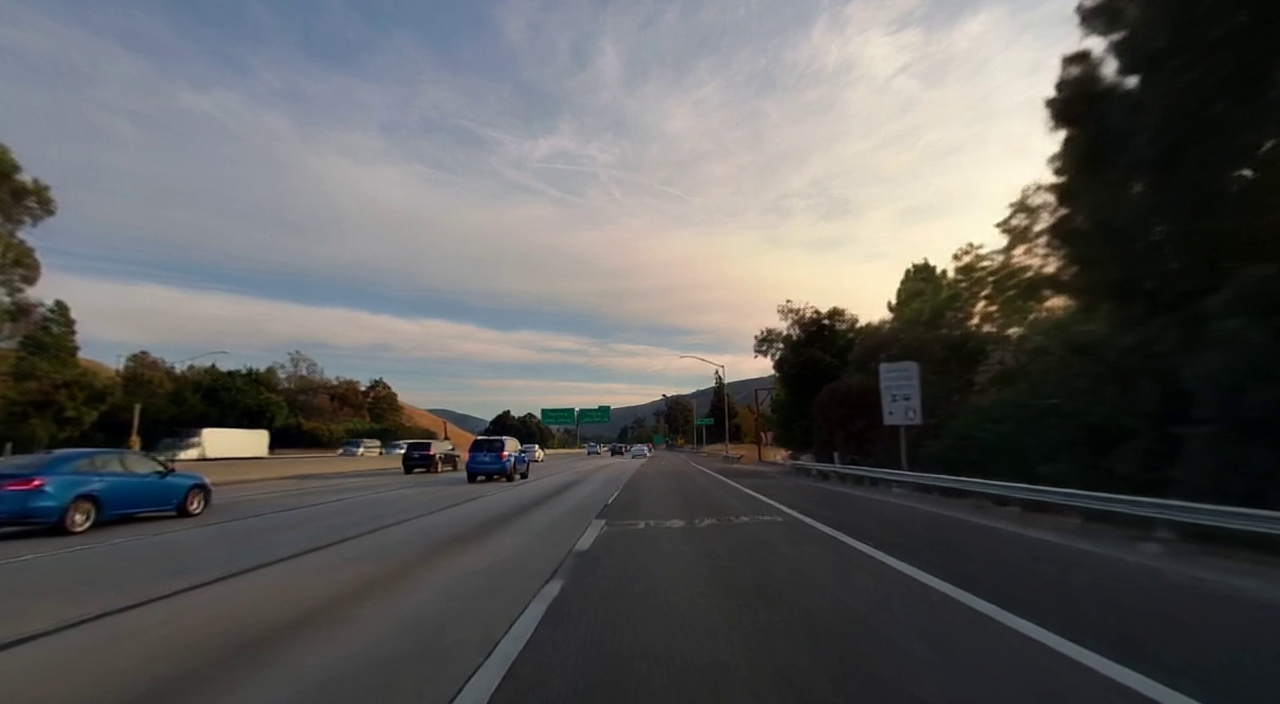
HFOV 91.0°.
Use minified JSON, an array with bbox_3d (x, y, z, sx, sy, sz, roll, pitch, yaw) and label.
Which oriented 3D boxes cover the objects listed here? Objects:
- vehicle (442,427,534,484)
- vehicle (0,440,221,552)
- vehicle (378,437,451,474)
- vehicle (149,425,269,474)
[{"bbox_3d":[-5.722,3.997,24.484,2.219,1.947,4.924,-1,-9,2],"label":"vehicle"},{"bbox_3d":[-9.644,2.234,10.360,1.984,1.508,4.935,-1,-9,2],"label":"vehicle"},{"bbox_3d":[-12.297,5.685,34.769,2.079,1.822,4.893,-1,-9,2],"label":"vehicle"},{"bbox_3d":[-30.647,6.988,45.333,2.798,3.163,7.890,0,-9,2],"label":"vehicle"}]
